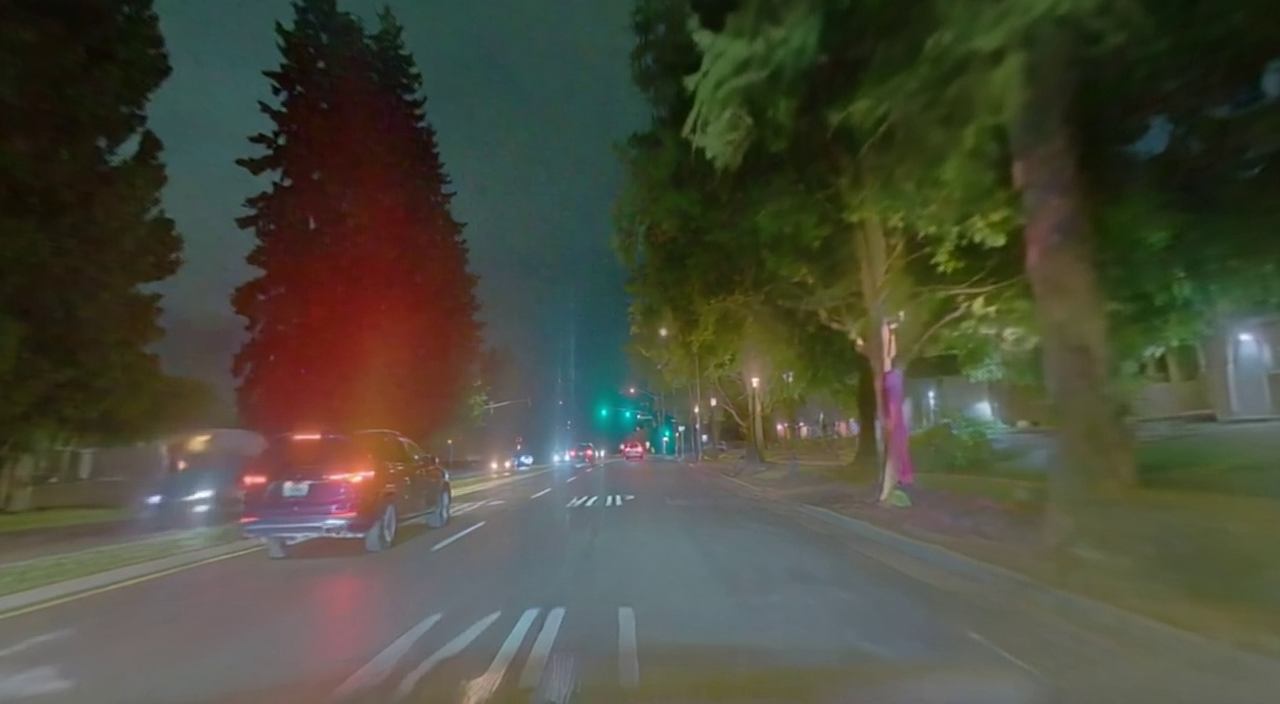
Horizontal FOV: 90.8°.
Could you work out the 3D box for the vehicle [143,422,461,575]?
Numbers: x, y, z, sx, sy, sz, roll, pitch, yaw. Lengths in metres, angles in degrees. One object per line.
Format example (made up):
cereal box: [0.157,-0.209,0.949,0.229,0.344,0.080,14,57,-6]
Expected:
vehicle: [-4.486,2.005,9.516,2.169,1.706,4.638,0,-9,1]

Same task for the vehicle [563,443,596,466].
vehicle: [-4.642,7.964,49.228,2.065,1.714,4.272,0,-9,1]
